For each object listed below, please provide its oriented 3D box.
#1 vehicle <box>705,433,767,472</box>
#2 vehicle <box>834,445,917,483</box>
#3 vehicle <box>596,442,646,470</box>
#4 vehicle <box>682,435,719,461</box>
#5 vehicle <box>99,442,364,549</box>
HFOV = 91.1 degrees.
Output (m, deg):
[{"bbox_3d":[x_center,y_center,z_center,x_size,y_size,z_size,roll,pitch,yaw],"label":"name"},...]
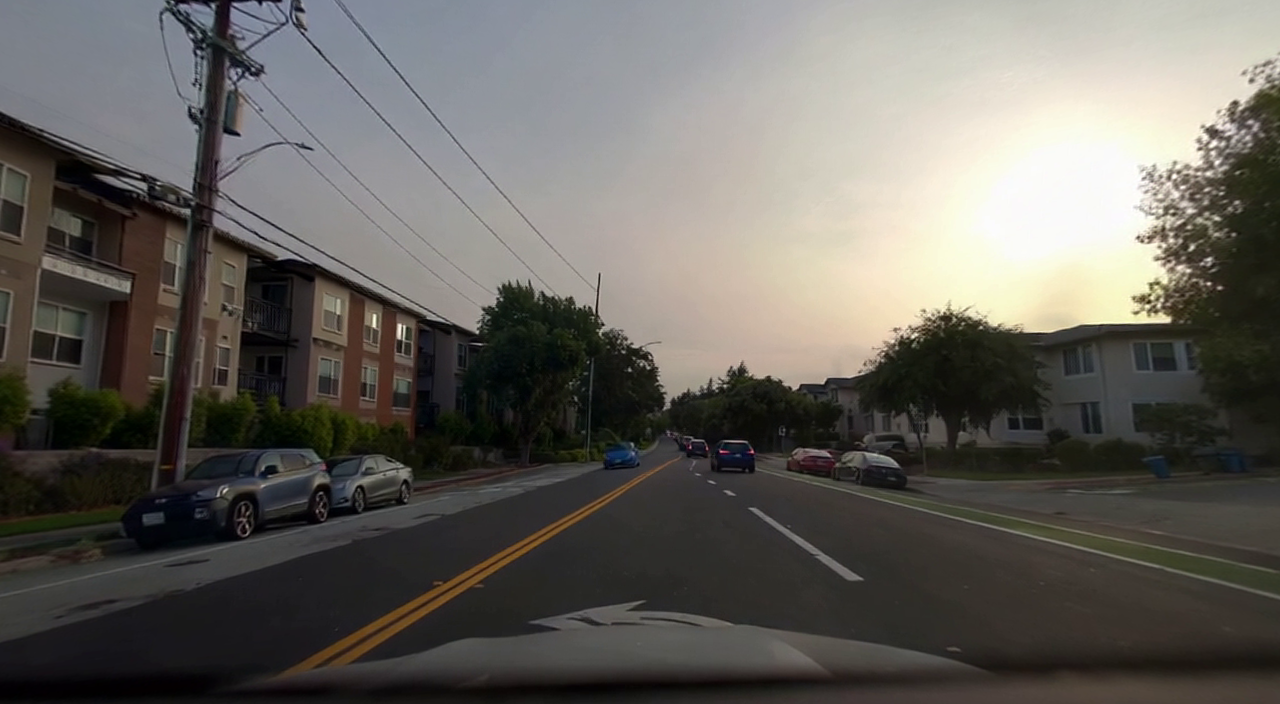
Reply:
[{"bbox_3d":[4.649,4.953,31.139,2.306,1.719,4.805,0,-8,0],"label":"vehicle"},{"bbox_3d":[10.106,4.816,27.360,1.935,1.478,4.711,0,-8,2],"label":"vehicle"},{"bbox_3d":[-0.983,5.776,35.164,2.155,1.436,4.501,-1,-8,6],"label":"vehicle"},{"bbox_3d":[4.464,7.170,47.068,2.368,1.840,4.896,0,-8,0],"label":"vehicle"},{"bbox_3d":[-8.112,2.829,13.254,2.381,1.825,4.652,0,-8,1],"label":"vehicle"}]
